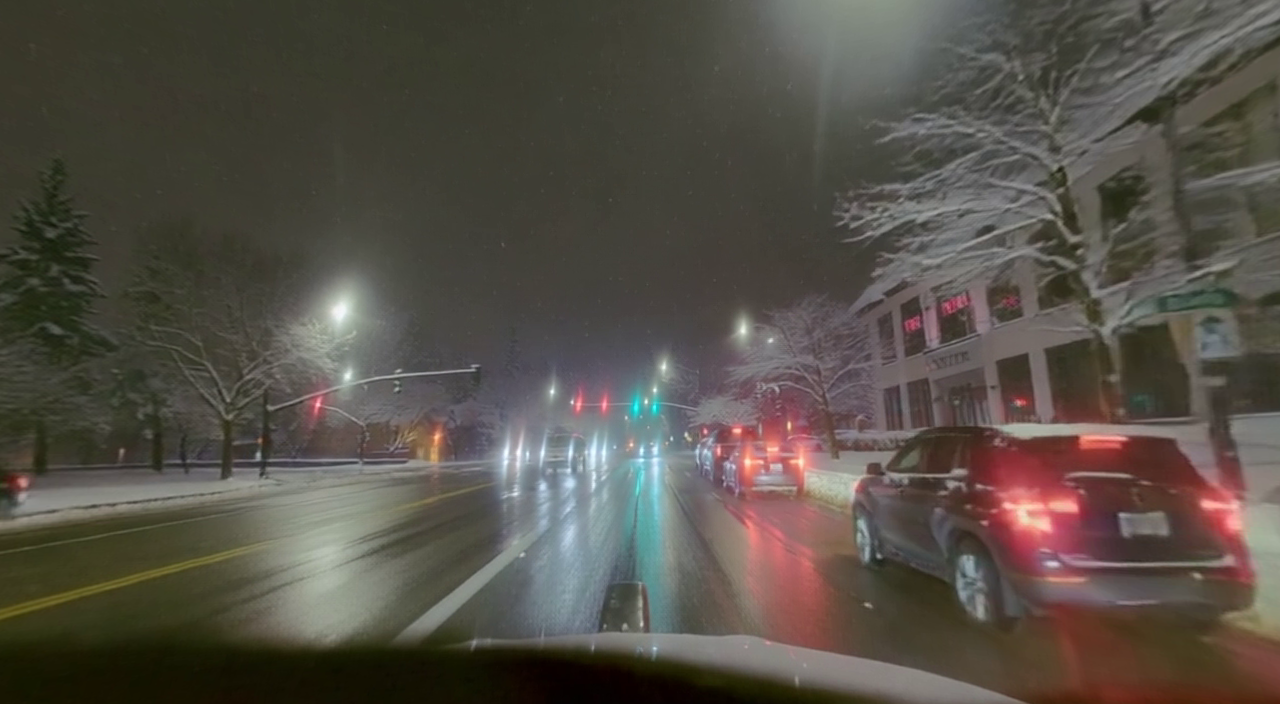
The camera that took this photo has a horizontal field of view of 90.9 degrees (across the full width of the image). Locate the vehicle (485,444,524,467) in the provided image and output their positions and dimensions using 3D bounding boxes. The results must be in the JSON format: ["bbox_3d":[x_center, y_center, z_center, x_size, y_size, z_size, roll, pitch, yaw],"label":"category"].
[{"bbox_3d":[-9.898,7.587,46.316,1.989,1.598,4.054,-1,-9,0],"label":"vehicle"}]

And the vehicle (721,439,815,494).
[{"bbox_3d":[3.702,3.393,19.053,1.913,1.463,4.198,0,-8,-1],"label":"vehicle"}]

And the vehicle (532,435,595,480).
[{"bbox_3d":[-3.110,4.434,26.667,2.023,1.720,4.452,-1,-8,1],"label":"vehicle"}]

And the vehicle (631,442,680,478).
[{"bbox_3d":[0.618,4.629,27.232,1.971,1.433,3.923,0,-8,0],"label":"vehicle"}]

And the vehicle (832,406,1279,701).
[{"bbox_3d":[3.313,1.344,5.428,1.948,1.474,4.360,0,-8,0],"label":"vehicle"}]
